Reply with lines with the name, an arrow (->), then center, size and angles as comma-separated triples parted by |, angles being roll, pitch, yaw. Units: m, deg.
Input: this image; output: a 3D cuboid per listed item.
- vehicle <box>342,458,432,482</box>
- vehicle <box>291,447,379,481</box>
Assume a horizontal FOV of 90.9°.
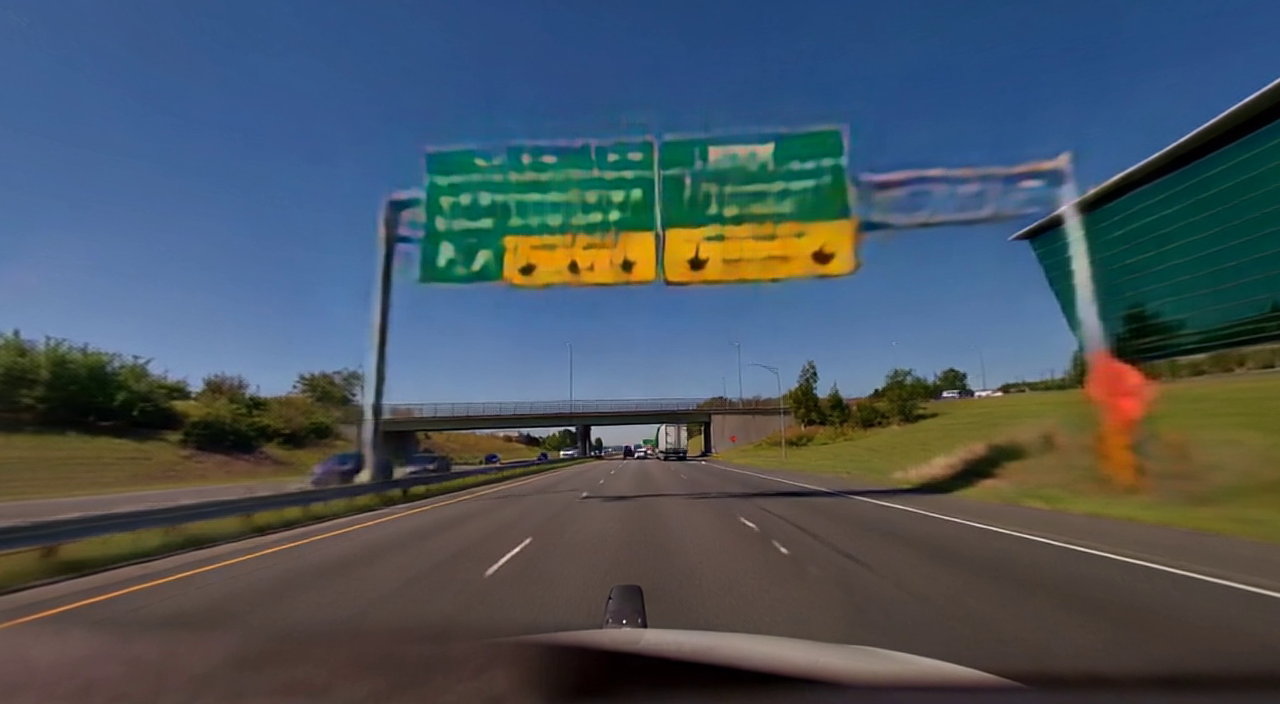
vehicle -> -15.113, 7.095, 38.217 | 2.570, 1.155, 6.956 | 0, -9, 0
vehicle -> -15.118, 5.582, 31.595 | 1.949, 1.549, 4.819 | 0, -9, 1
